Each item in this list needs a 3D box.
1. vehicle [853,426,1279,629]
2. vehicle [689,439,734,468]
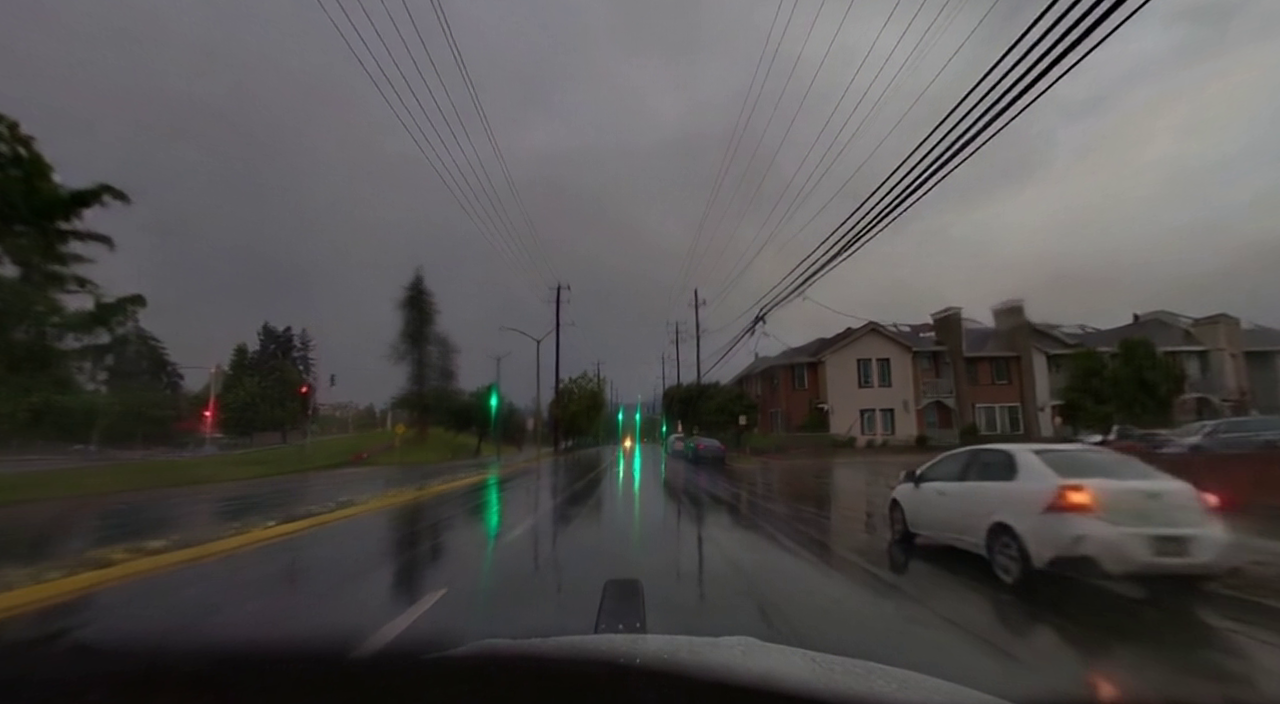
[{"bbox_3d":[4.091,1.585,6.842,1.994,1.422,4.595,0,-8,0],"label":"vehicle"},{"bbox_3d":[3.831,5.553,34.764,1.785,1.441,4.458,0,-8,-2],"label":"vehicle"}]
